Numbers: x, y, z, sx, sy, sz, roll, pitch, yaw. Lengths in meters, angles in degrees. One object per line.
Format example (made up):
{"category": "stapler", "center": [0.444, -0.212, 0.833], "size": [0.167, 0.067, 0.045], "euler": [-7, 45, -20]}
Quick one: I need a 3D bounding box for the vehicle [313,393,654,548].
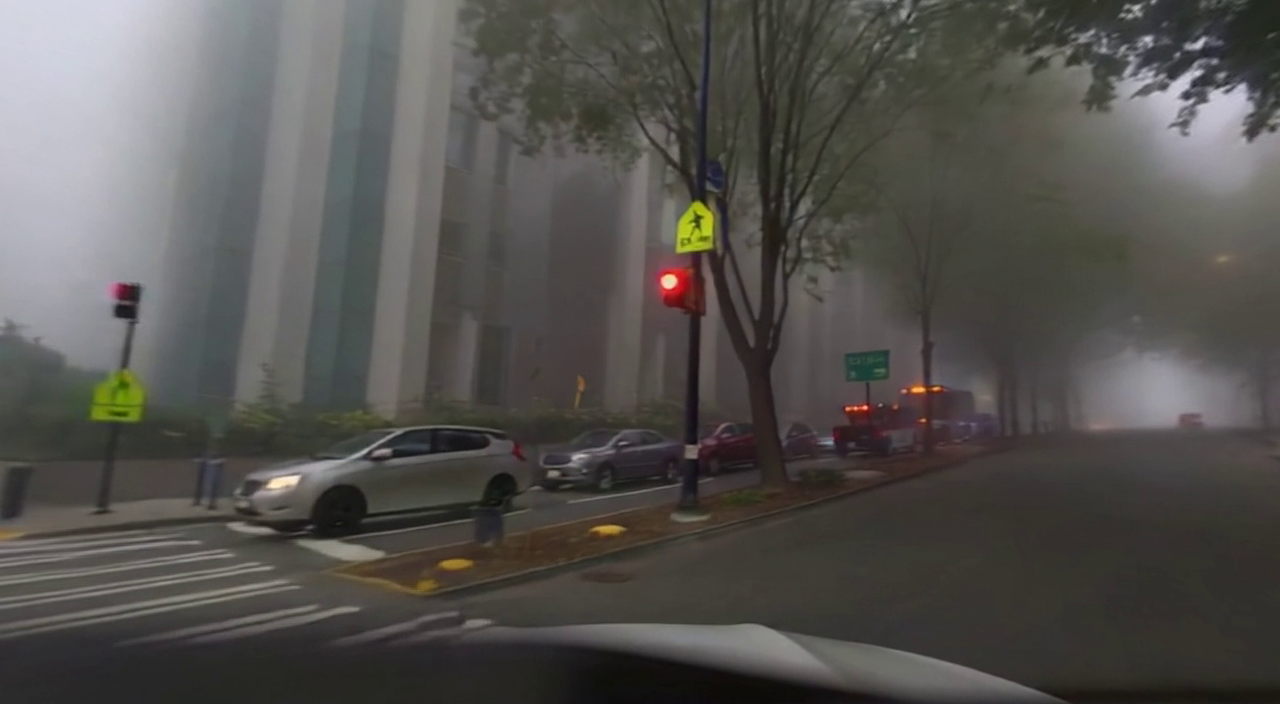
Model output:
{"category": "vehicle", "center": [-2.104, 1.759, 9.911], "size": [2.053, 1.798, 4.841], "euler": [-8, -11, 40]}

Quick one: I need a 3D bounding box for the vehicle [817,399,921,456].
{"category": "vehicle", "center": [8.404, 2.816, 22.929], "size": [1.988, 1.855, 4.599], "euler": [-8, -11, 40]}

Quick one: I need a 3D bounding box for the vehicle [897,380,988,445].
{"category": "vehicle", "center": [14.086, 2.939, 29.228], "size": [2.268, 2.708, 5.699], "euler": [-7, -11, 39]}

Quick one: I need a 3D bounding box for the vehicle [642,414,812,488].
{"category": "vehicle", "center": [2.245, 2.381, 15.259], "size": [1.826, 1.488, 4.628], "euler": [-8, -11, 39]}

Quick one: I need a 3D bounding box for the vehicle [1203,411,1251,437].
{"category": "vehicle", "center": [39.302, 4.888, 42.408], "size": [1.888, 1.536, 4.381], "euler": [-7, -11, 38]}
